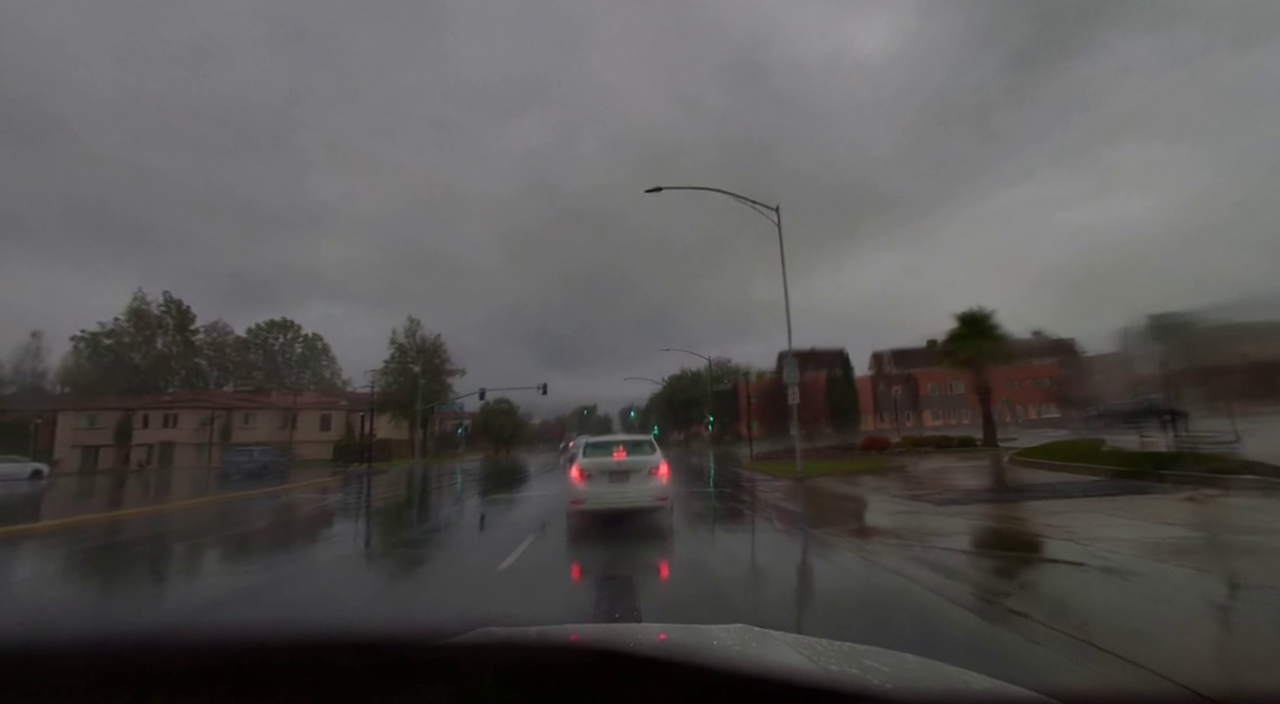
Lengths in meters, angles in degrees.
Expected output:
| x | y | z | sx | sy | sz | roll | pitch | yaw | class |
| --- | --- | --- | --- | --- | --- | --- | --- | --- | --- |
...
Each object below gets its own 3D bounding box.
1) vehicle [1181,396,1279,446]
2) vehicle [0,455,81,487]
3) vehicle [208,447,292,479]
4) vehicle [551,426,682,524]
| x | y | z | sx | sy | sz | roll | pitch | yaw | class |
| --- | --- | --- | --- | --- | --- | --- | --- | --- | --- |
| 19.338 | 2.152 | 19.462 | 3.730 | 1.436 | 1.578 | -1 | -9 | 2 | vehicle |
| -36.334 | 7.108 | 38.001 | 1.757 | 1.803 | 4.000 | 0 | -9 | -3 | vehicle |
| -23.029 | 6.521 | 37.532 | 1.990 | 1.752 | 4.673 | 0 | -9 | 0 | vehicle |
| -0.384 | 2.231 | 11.926 | 2.060 | 1.526 | 3.859 | 0 | -9 | -1 | vehicle |
